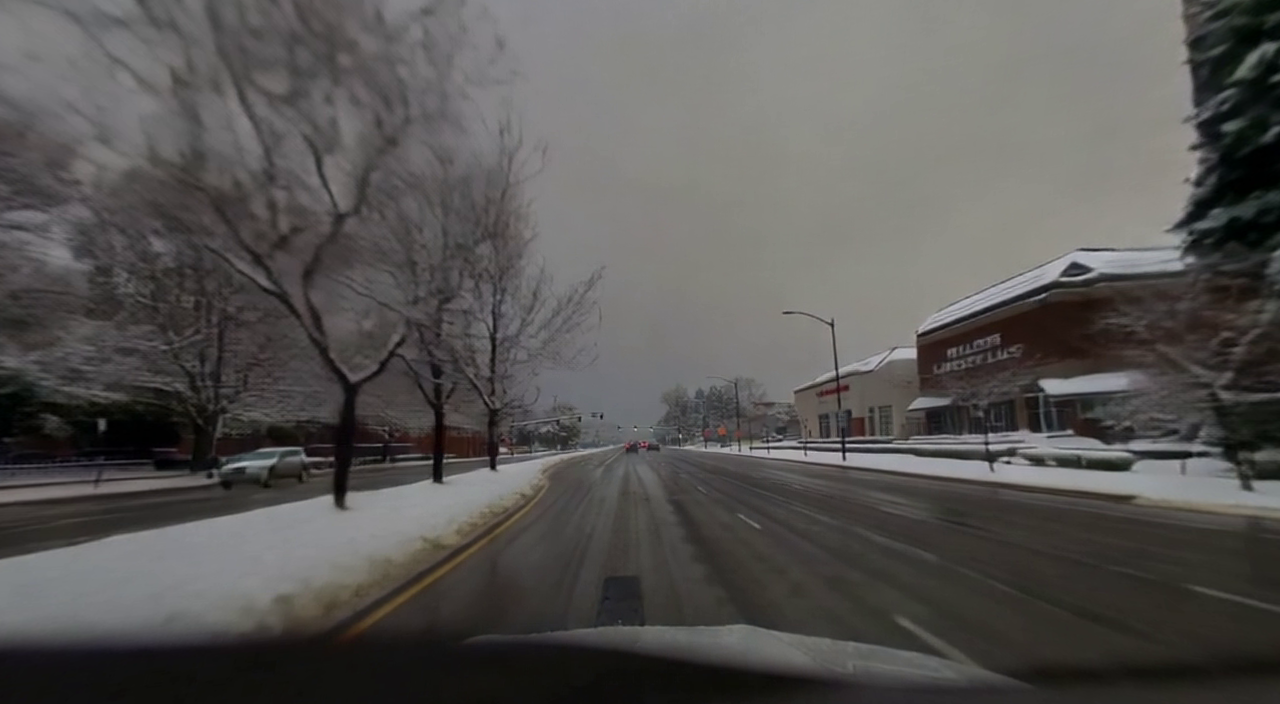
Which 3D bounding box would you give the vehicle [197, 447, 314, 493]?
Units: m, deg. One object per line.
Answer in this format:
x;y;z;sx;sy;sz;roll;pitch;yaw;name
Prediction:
-13.807;4.224;23.053;1.959;1.485;4.687;1;-9;-9;vehicle
